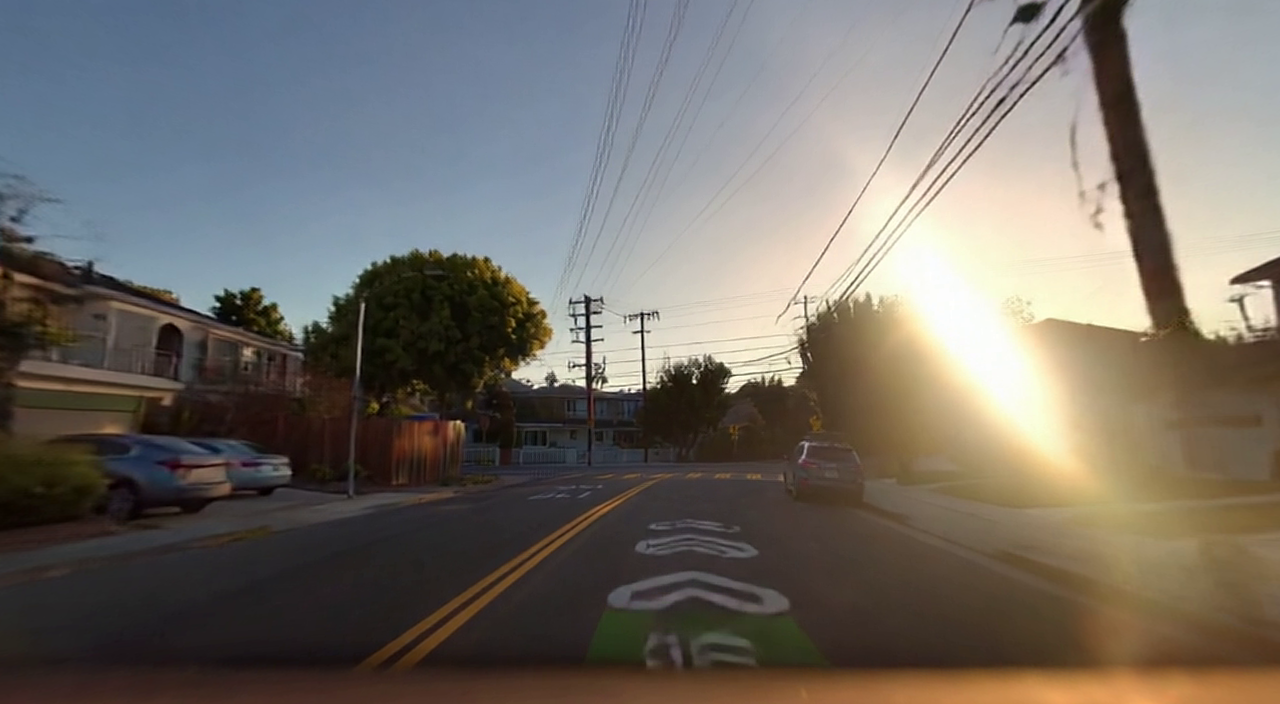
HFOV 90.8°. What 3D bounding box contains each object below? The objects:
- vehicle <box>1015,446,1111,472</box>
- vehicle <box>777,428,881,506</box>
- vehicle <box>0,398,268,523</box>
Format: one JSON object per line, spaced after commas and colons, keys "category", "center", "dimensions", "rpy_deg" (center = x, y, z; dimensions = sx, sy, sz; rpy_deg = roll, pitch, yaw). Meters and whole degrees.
{"category": "vehicle", "center": [25.486, 6.482, 38.209], "dimensions": [4.322, 1.499, 1.927], "rpy_deg": [-3, -9, 15]}
{"category": "vehicle", "center": [5.075, 3.126, 17.630], "dimensions": [2.070, 1.847, 4.457], "rpy_deg": [-1, -8, 8]}
{"category": "vehicle", "center": [-11.370, 2.272, 13.716], "dimensions": [5.228, 2.041, 2.023], "rpy_deg": [4, -8, 6]}
